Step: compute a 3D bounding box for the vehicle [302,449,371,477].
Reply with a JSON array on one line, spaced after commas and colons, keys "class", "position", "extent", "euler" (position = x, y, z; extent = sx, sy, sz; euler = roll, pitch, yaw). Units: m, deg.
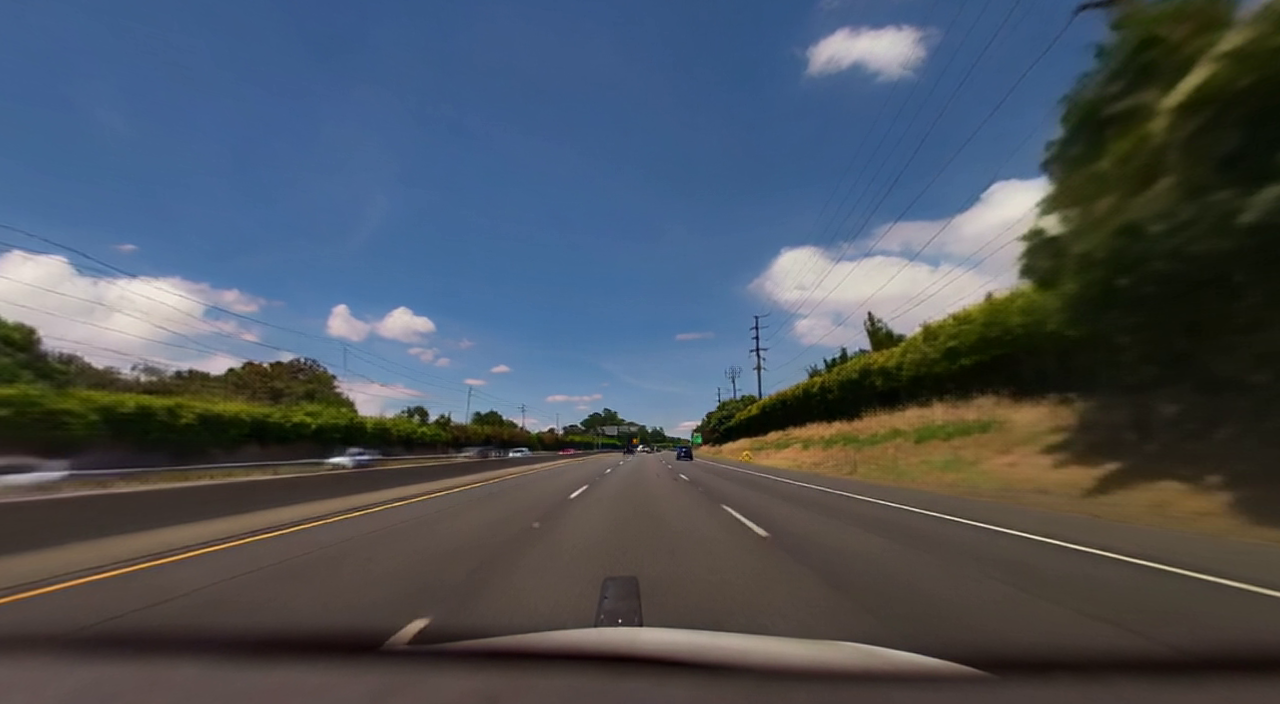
[{"class": "vehicle", "position": [-18.648, 6.818, 38.720], "extent": [2.056, 1.639, 4.295], "euler": [0, -9, 1]}]
